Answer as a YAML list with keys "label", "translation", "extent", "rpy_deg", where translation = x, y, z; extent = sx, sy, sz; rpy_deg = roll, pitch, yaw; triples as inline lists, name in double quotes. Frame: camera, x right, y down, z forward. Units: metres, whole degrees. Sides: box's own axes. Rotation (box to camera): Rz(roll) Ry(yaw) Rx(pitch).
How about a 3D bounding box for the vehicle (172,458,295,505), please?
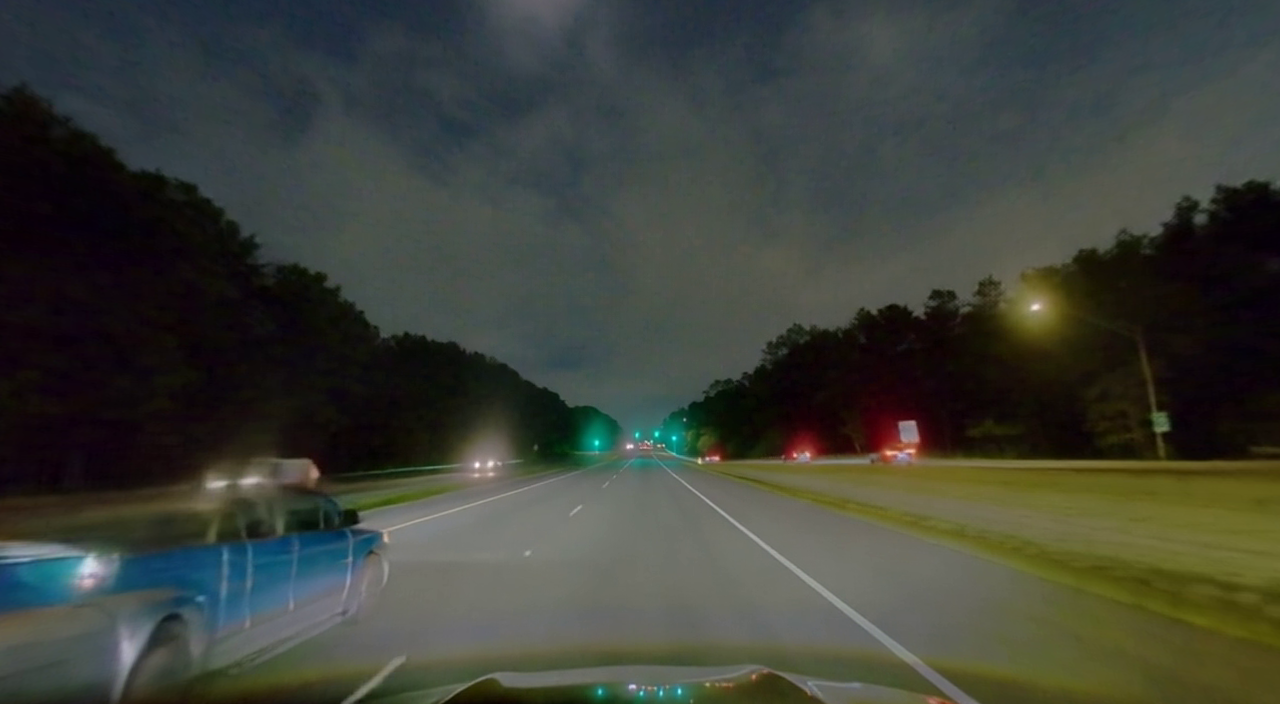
- label: "vehicle"
  translation: [-15.069, 4.784, 23.661]
  extent: [1.831, 1.543, 4.034]
  rpy_deg: [0, -9, 2]
